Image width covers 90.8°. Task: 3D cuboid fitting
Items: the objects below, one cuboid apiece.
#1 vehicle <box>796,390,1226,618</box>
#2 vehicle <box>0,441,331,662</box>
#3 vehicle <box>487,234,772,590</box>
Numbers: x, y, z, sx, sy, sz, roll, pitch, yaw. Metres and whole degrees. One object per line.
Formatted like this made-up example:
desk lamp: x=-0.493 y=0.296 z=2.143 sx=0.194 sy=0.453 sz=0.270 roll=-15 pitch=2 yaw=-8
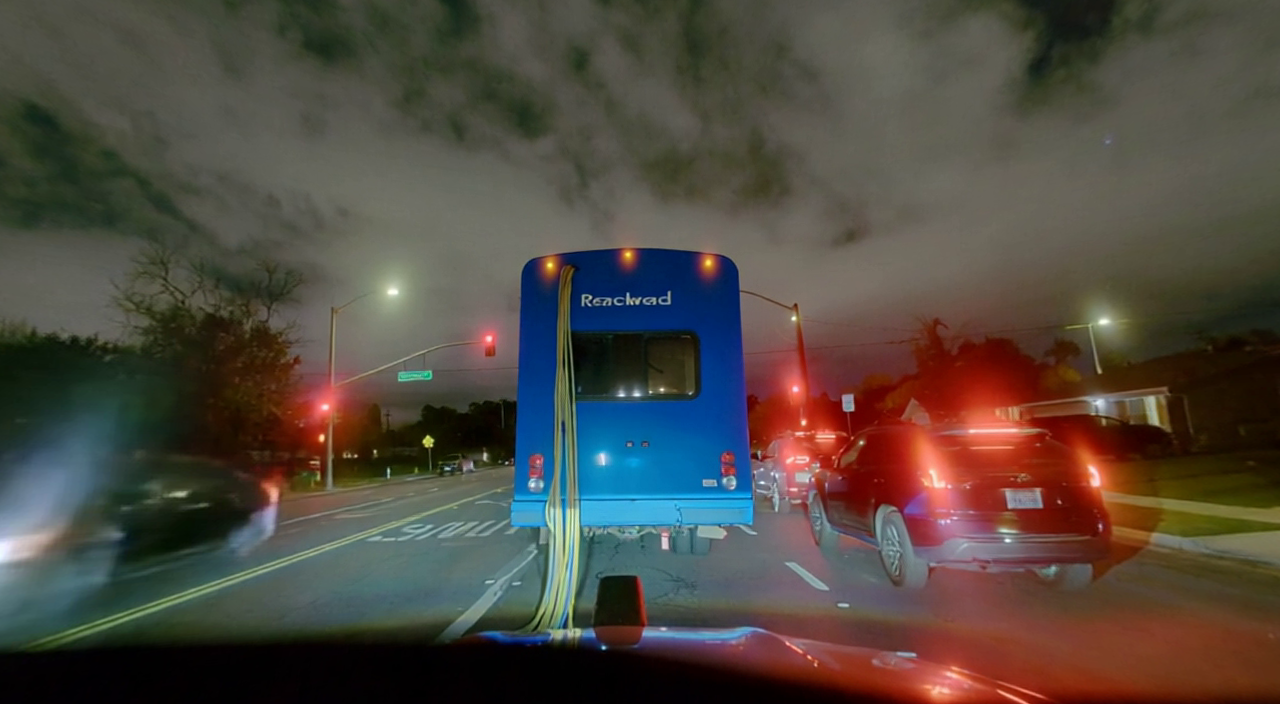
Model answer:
vehicle: x=3.410 y=1.494 z=7.134 sx=2.104 sy=1.735 sz=4.408 roll=0 pitch=-9 yaw=0
vehicle: x=-5.376 y=1.714 z=6.625 sx=1.979 sy=1.483 sz=4.668 roll=0 pitch=-9 yaw=-1
vehicle: x=-0.106 y=1.131 z=10.318 sx=2.709 sy=3.511 sz=8.213 roll=0 pitch=-9 yaw=0
